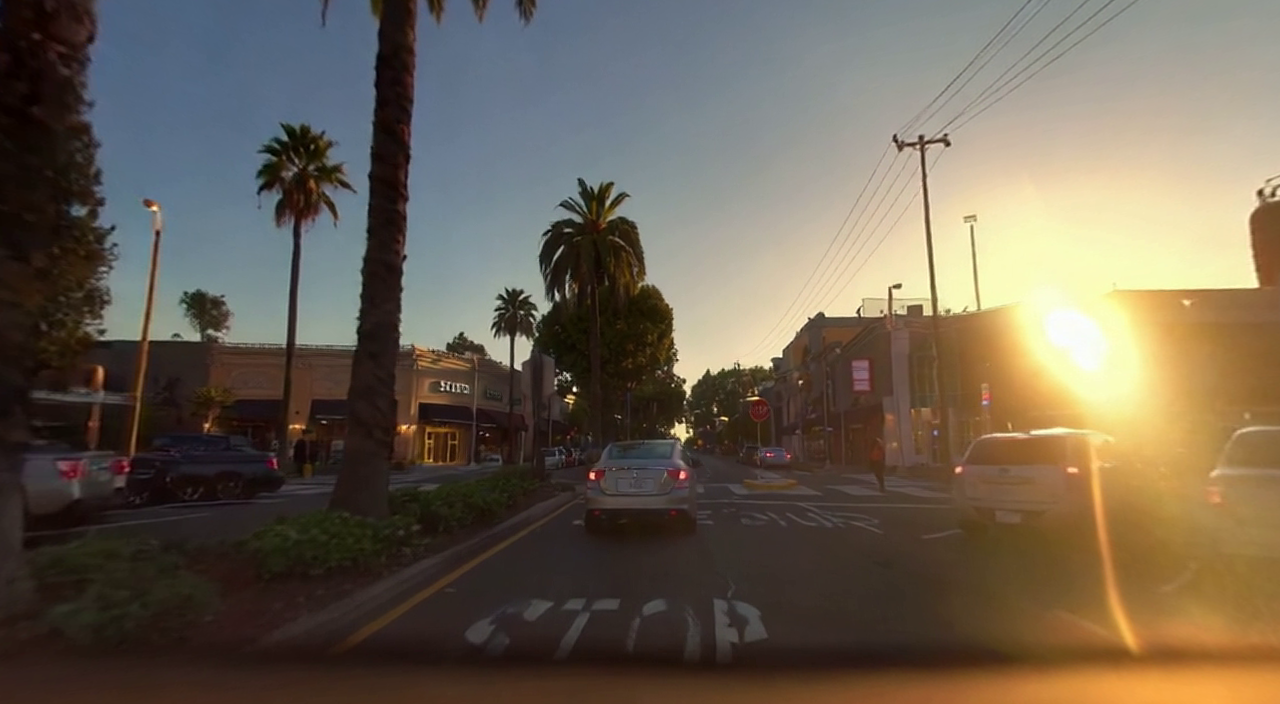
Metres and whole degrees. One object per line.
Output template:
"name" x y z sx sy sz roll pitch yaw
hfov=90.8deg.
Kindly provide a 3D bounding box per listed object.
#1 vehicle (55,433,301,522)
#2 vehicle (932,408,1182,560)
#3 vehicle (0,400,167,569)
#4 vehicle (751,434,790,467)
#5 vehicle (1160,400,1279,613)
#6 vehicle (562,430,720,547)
"vehicle" -10.609 2.812 14.719 4.223 1.731 2.089 8 -12 -44
"vehicle" 6.255 1.780 9.248 4.623 1.650 1.937 8 -12 -43
"vehicle" -10.170 1.590 7.474 6.873 2.051 2.823 7 -10 -44
"vehicle" 10.216 7.667 49.388 2.467 2.369 1.577 3 -8 -37
"vehicle" 6.517 1.301 5.759 3.754 1.592 1.939 7 -11 -40
"vehicle" 0.148 2.047 10.139 2.031 1.479 3.969 -1 -8 4
